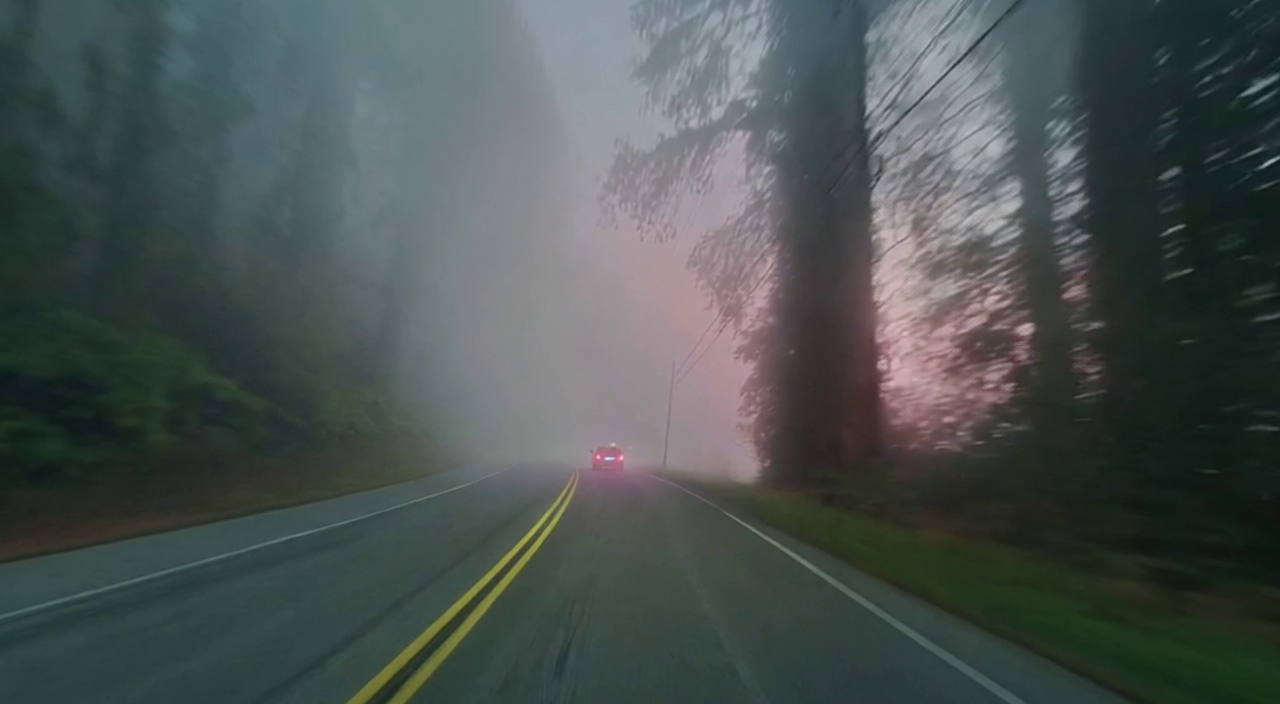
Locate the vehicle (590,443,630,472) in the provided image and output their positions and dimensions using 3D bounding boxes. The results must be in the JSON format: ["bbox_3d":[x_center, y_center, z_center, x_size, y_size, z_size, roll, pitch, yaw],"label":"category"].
[{"bbox_3d":[-1.811,6.125,36.941,2.059,1.524,3.963,3,-9,-5],"label":"vehicle"}]
